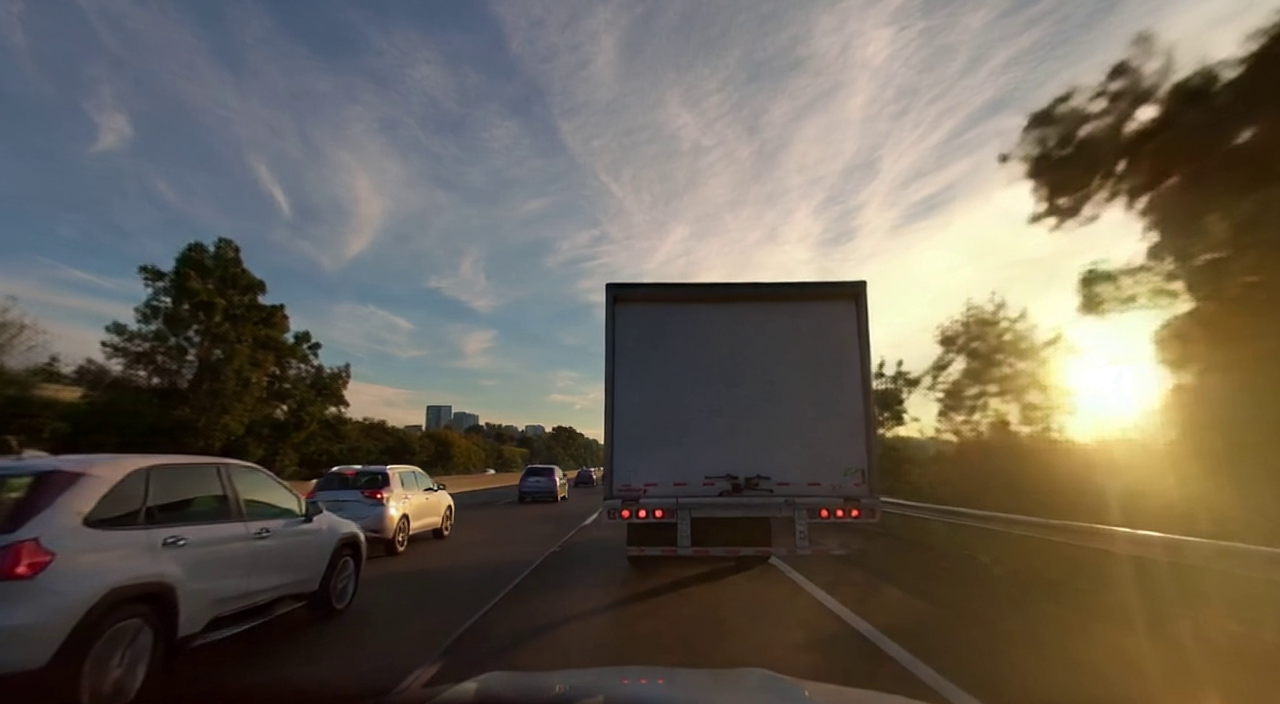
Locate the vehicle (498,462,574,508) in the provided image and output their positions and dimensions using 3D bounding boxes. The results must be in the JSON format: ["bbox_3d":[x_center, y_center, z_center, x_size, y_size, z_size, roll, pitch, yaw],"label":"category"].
[{"bbox_3d":[-3.743,4.885,23.439,1.964,1.482,4.371,0,-11,1],"label":"vehicle"}]

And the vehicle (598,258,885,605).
[{"bbox_3d":[0.922,1.537,10.779,2.831,3.529,8.689,1,-11,-1],"label":"vehicle"}]

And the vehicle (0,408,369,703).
[{"bbox_3d":[-3.494,1.133,3.302,1.983,1.509,4.679,0,-11,1],"label":"vehicle"}]

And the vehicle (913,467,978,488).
[{"bbox_3d":[22.786,9.320,46.947,4.107,1.485,1.796,-6,-12,30],"label":"vehicle"}]

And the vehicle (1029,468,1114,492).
[{"bbox_3d":[29.028,8.614,42.545,4.299,1.465,1.807,-3,-11,17],"label":"vehicle"}]

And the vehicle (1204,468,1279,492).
[{"bbox_3d":[39.717,8.371,41.141,3.974,1.485,1.709,0,-11,1],"label":"vehicle"}]

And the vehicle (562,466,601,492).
[{"bbox_3d":[-3.439,7.535,37.552,1.867,1.418,3.670,0,-11,2],"label":"vehicle"}]
